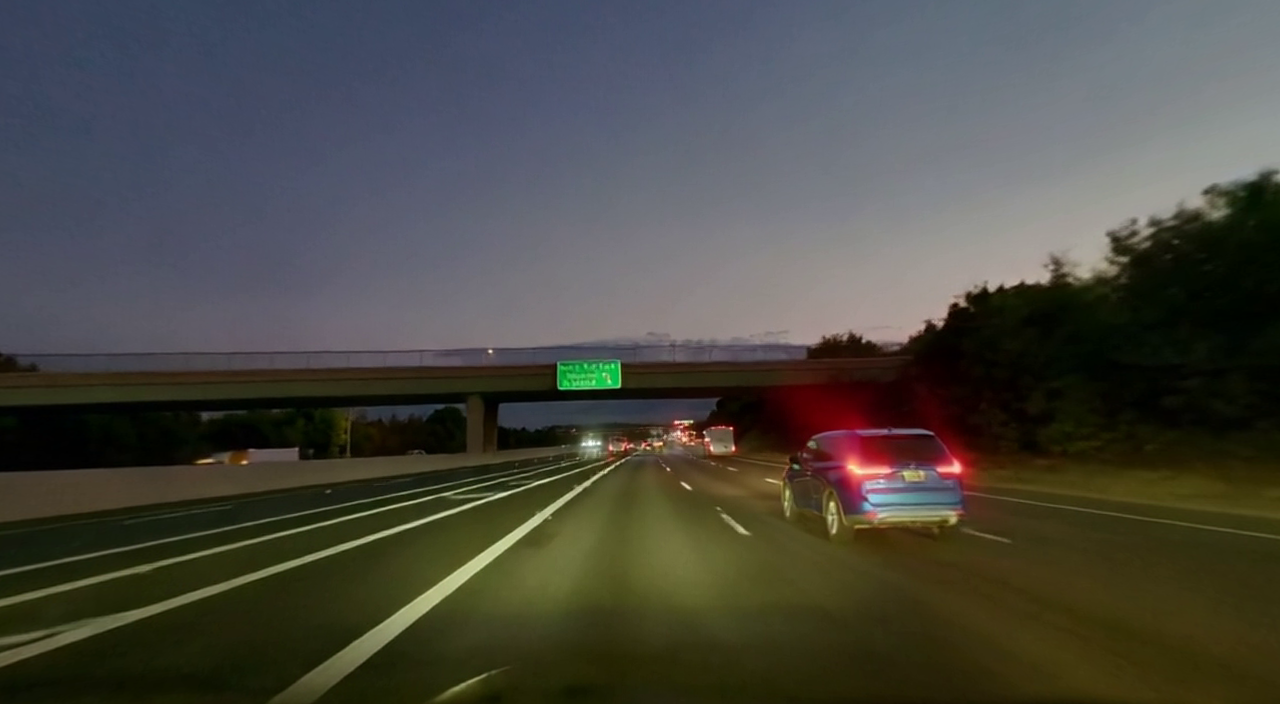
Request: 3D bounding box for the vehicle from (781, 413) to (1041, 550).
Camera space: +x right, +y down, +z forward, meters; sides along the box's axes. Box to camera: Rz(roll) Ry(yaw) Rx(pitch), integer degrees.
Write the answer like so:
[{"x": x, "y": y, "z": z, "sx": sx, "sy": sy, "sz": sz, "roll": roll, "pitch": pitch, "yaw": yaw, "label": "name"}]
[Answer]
[{"x": 3.924, "y": 1.959, "z": 10.208, "sx": 2.148, "sy": 1.691, "sz": 4.443, "roll": 0, "pitch": -9, "yaw": -1, "label": "vehicle"}]
